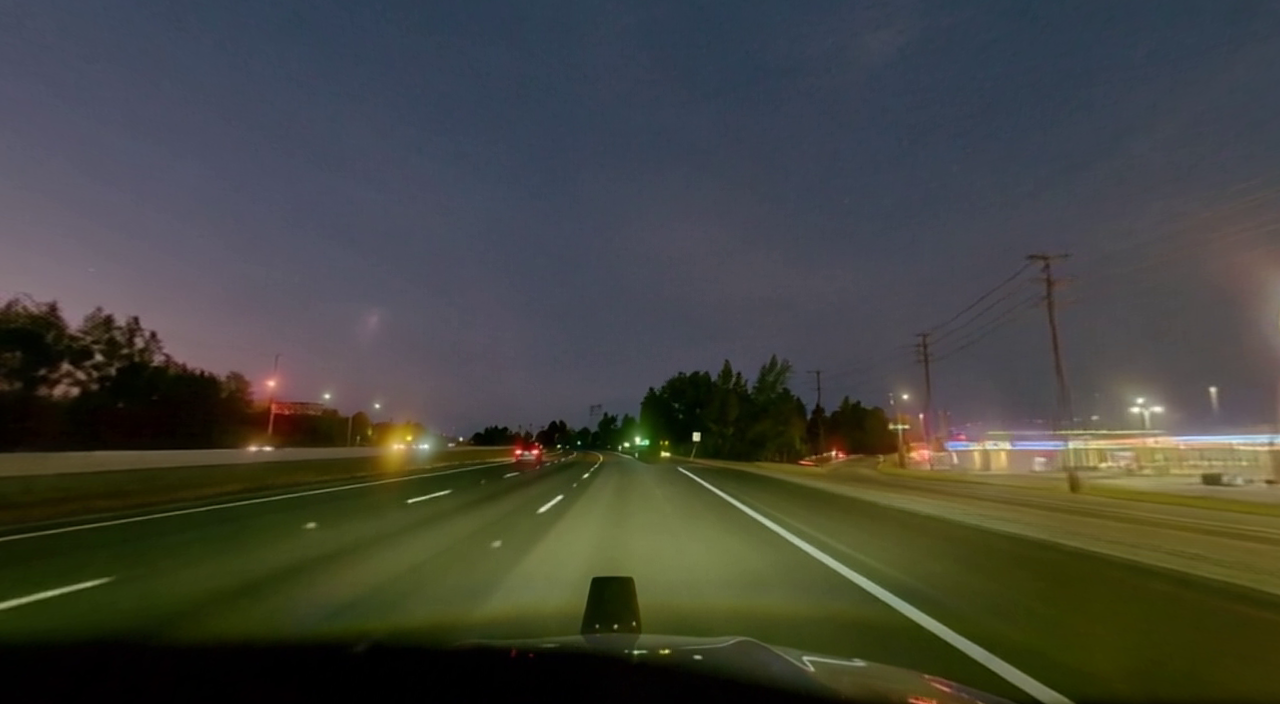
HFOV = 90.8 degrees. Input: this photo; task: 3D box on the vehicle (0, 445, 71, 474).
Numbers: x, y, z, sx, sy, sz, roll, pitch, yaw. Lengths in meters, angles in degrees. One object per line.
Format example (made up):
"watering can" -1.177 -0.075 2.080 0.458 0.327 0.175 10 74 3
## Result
"vehicle" -33.654 5.758 34.048 1.826 1.481 4.520 0 -8 -2
